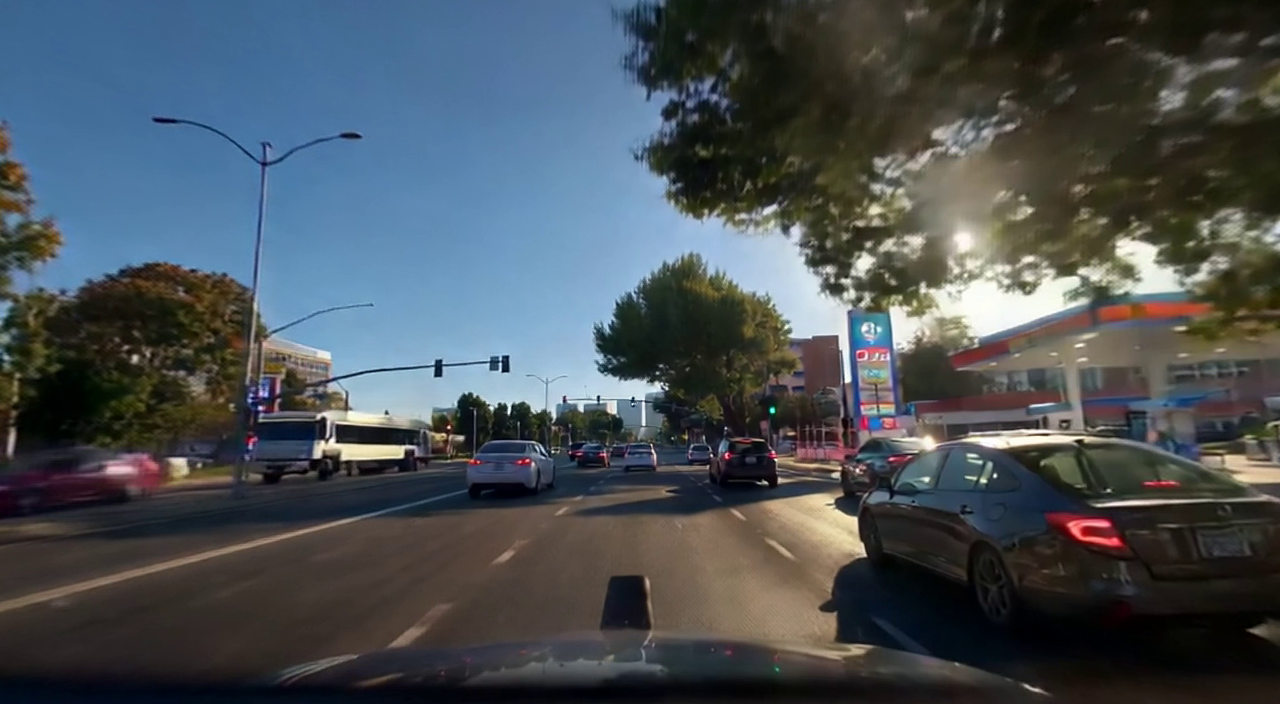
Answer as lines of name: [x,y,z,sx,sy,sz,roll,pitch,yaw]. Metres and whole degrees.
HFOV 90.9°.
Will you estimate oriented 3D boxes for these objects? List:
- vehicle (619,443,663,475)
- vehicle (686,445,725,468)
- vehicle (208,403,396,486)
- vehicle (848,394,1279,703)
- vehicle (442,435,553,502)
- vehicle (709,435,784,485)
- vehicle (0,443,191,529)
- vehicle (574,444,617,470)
vehicle: [0.077,5.463,32.430,2.104,1.477,4.591,0,-8,1]
vehicle: [4.254,6.827,41.412,2.174,1.462,4.400,0,-8,1]
vehicle: [-15.819,4.550,31.000,3.228,3.319,10.706,0,-8,0]
vehicle: [3.456,1.266,4.839,2.038,1.499,4.868,0,-8,0]
vehicle: [-3.761,3.135,17.440,2.023,1.607,4.086,-1,-8,2]
vehicle: [3.852,3.994,23.546,2.022,1.683,4.171,0,-8,0]
vehicle: [-12.268,2.711,13.450,2.013,1.501,4.484,0,-8,1]
vehicle: [-2.660,6.343,38.334,2.192,1.463,4.211,-1,-8,2]
